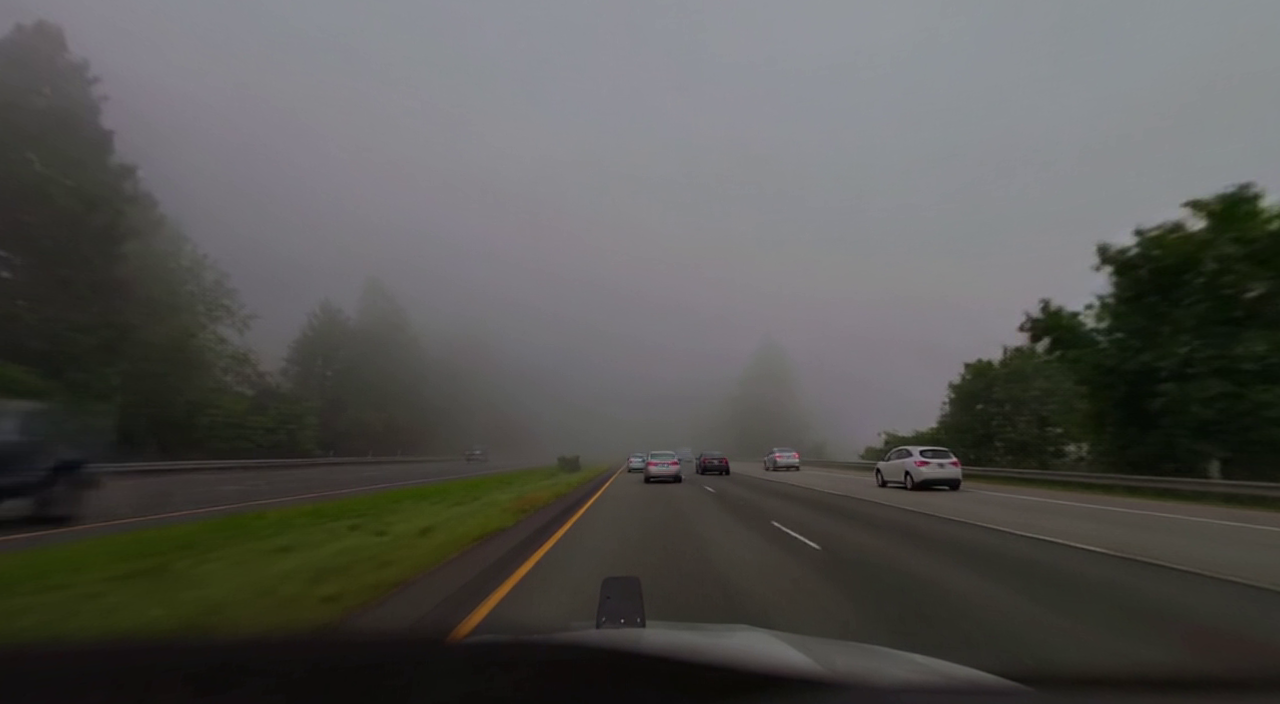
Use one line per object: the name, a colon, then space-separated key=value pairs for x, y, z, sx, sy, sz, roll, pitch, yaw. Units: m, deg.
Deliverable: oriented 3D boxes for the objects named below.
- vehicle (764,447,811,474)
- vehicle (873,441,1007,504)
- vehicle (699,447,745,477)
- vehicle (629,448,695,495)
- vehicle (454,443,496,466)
vehicle: x=9.184 y=6.760 z=39.523 sx=1.957 sy=1.594 sz=3.632 roll=0 pitch=-9 yaw=-1
vehicle: x=8.249 y=3.320 z=17.746 sx=1.847 sy=1.554 sz=3.752 roll=0 pitch=-9 yaw=-1
vehicle: x=4.416 y=5.992 z=34.509 sx=1.981 sy=1.518 sz=4.029 roll=0 pitch=-9 yaw=0
vehicle: x=0.677 y=3.959 z=21.247 sx=2.020 sy=1.426 sz=3.702 roll=0 pitch=-9 yaw=0
vehicle: x=-12.104 y=7.533 z=46.426 sx=1.950 sy=1.566 sz=4.141 roll=0 pitch=-9 yaw=1
